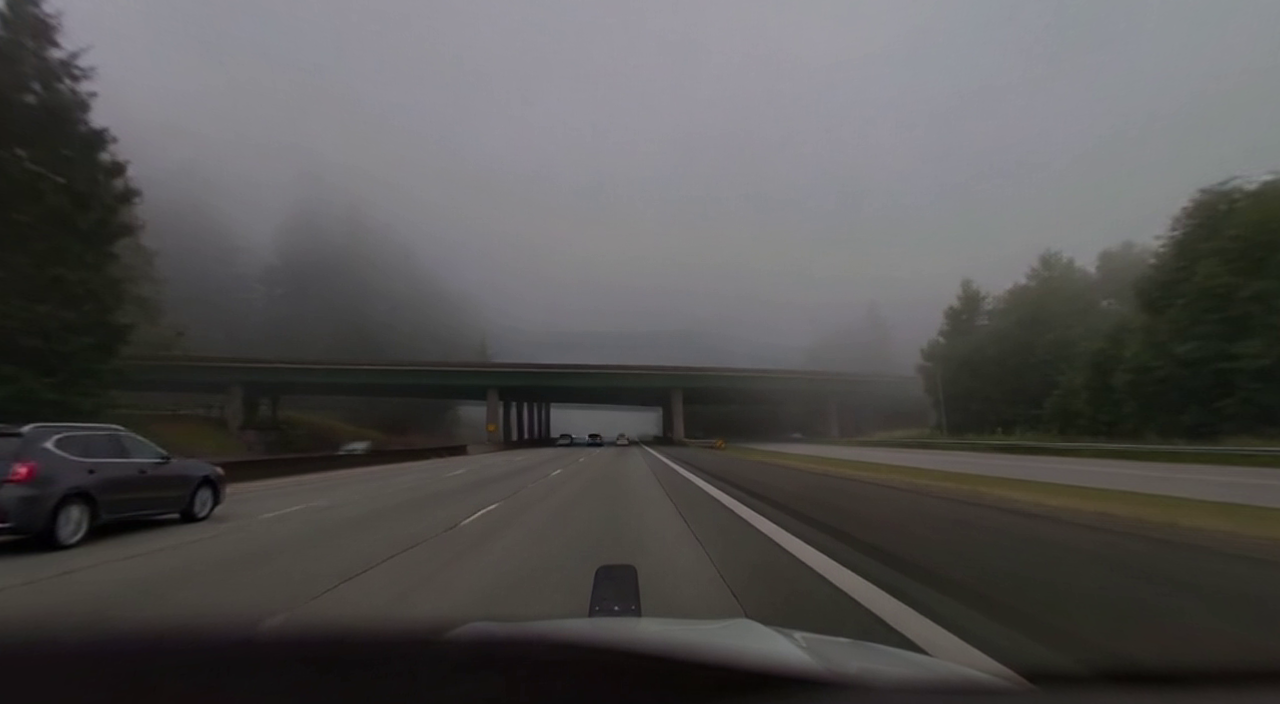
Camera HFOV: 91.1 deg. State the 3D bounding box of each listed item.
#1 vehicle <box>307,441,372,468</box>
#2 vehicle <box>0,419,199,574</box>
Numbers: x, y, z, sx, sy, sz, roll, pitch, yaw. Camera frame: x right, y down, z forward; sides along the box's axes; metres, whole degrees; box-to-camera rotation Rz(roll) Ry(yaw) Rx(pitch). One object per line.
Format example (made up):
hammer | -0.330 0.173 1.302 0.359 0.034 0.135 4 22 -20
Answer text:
vehicle | -17.219 5.897 36.287 1.776 1.421 4.169 0 -8 -1
vehicle | -7.415 1.502 6.755 2.118 1.524 4.422 0 -8 0
